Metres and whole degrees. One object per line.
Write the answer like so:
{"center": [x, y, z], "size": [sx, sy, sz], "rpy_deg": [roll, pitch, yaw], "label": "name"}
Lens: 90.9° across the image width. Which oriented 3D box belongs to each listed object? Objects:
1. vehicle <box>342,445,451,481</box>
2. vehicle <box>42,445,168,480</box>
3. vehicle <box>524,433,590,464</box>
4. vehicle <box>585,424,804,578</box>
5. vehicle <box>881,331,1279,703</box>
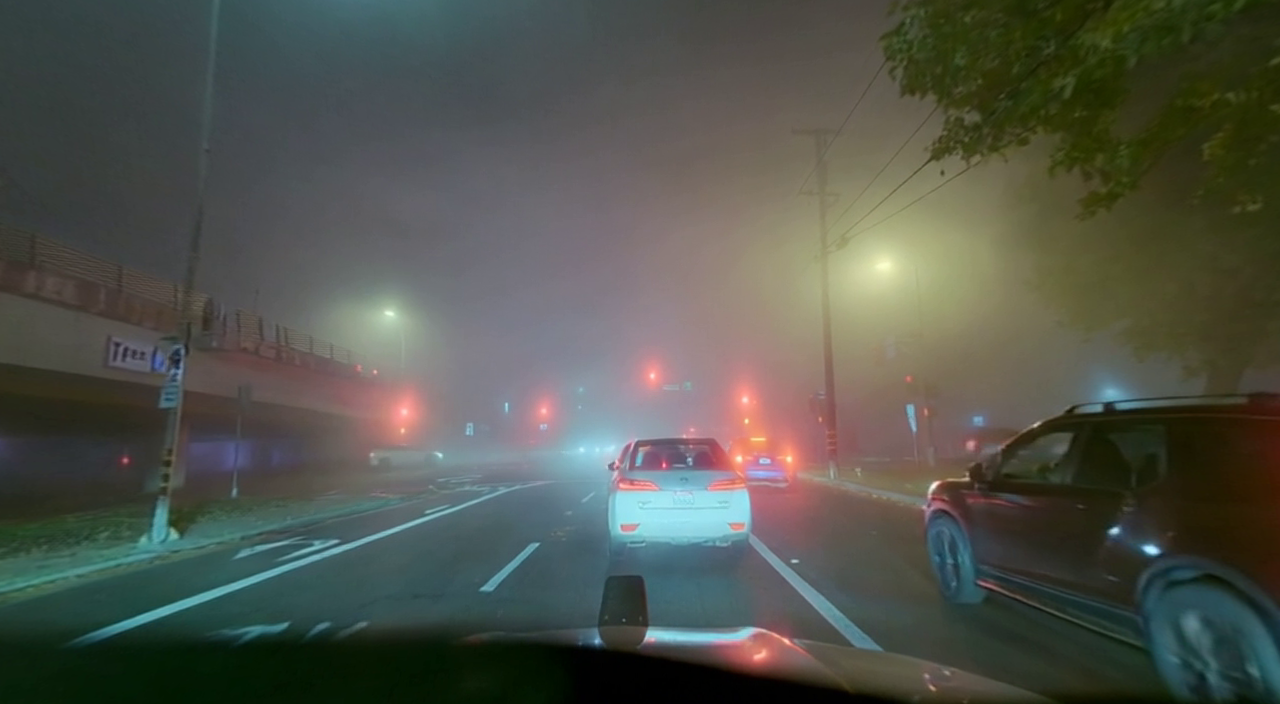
{"center": [-10.911, 4.953, 28.568], "size": [1.873, 1.462, 4.283], "rpy_deg": [-5, -10, 30], "label": "vehicle"}
{"center": [-26.741, 5.529, 31.652], "size": [4.474, 1.673, 2.010], "rpy_deg": [0, -8, 1], "label": "vehicle"}
{"center": [-5.389, 6.417, 42.062], "size": [2.322, 1.916, 5.640], "rpy_deg": [-3, -9, 16], "label": "vehicle"}
{"center": [0.544, 1.749, 8.244], "size": [2.101, 1.467, 4.210], "rpy_deg": [0, -8, 1], "label": "vehicle"}
{"center": [3.578, 1.087, 4.342], "size": [2.062, 1.781, 4.488], "rpy_deg": [0, -8, 1], "label": "vehicle"}
